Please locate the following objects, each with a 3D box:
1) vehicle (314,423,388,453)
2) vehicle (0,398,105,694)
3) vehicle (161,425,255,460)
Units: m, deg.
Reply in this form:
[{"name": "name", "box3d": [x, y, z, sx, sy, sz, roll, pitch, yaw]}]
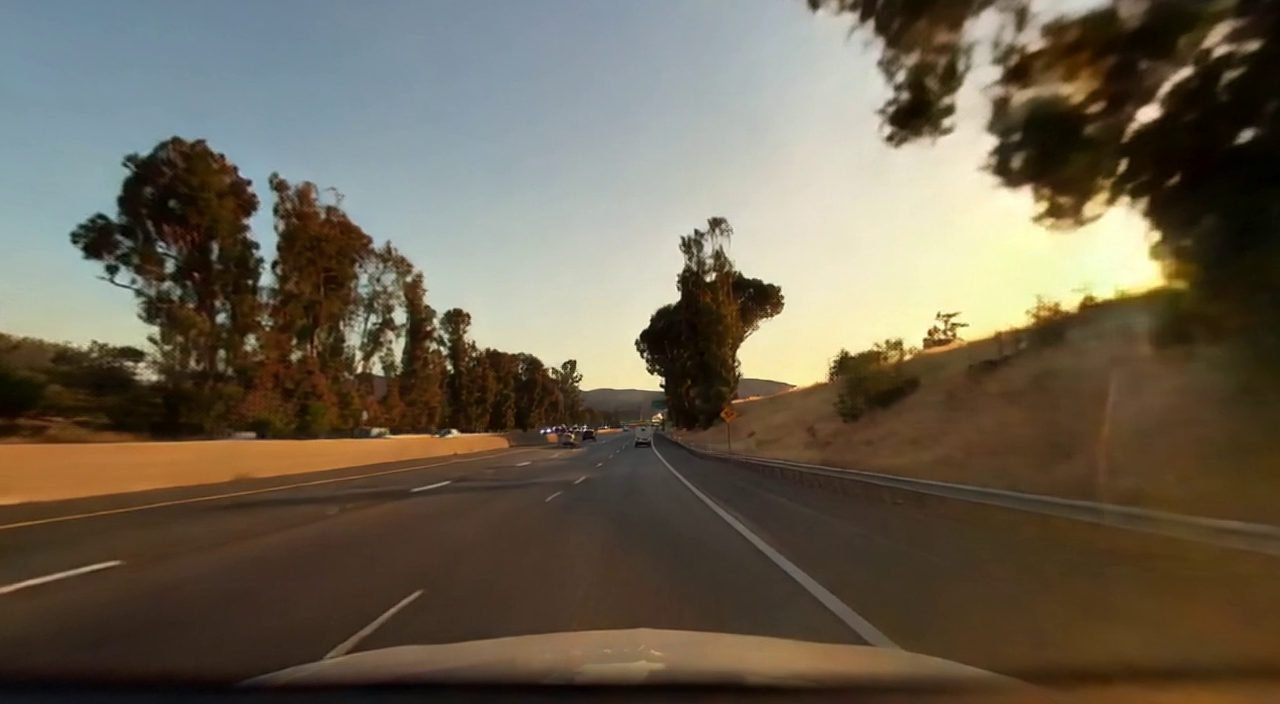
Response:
[{"name": "vehicle", "box3d": [-17.483, 5.261, 38.444, 2.195, 1.737, 4.738, 0, -8, 0]}, {"name": "vehicle", "box3d": [-4.451, 0.762, 1.549, 2.071, 1.556, 4.729, 0, -8, 1]}, {"name": "vehicle", "box3d": [-21.330, 4.510, 31.347, 1.805, 1.584, 3.935, 0, -8, 0]}]
